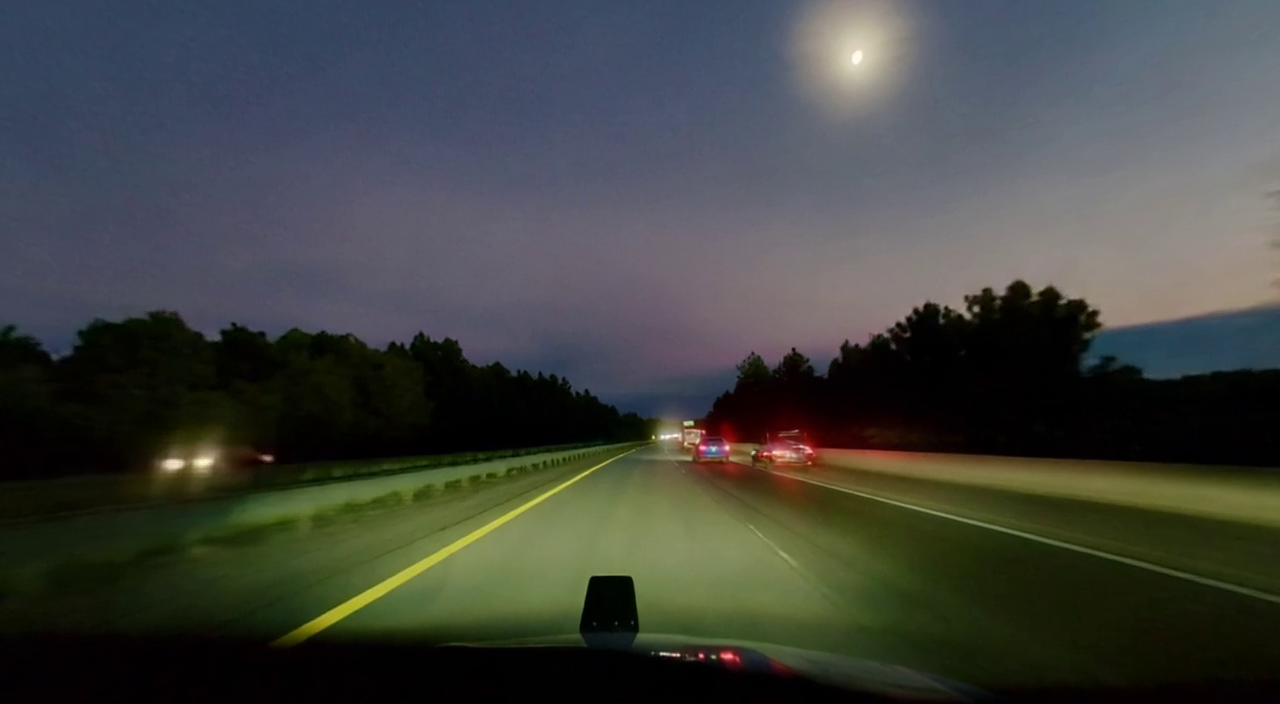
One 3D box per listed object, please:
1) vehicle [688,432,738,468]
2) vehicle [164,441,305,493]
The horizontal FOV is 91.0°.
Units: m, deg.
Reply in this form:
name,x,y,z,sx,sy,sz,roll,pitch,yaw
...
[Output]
name,x,y,z,sx,sy,sz,roll,pitch,yaw
vehicle,3.625,4.933,31.902,2.022,1.663,4.245,-1,-8,0
vehicle,-12.995,3.654,20.511,1.847,1.488,4.102,-1,-8,0
